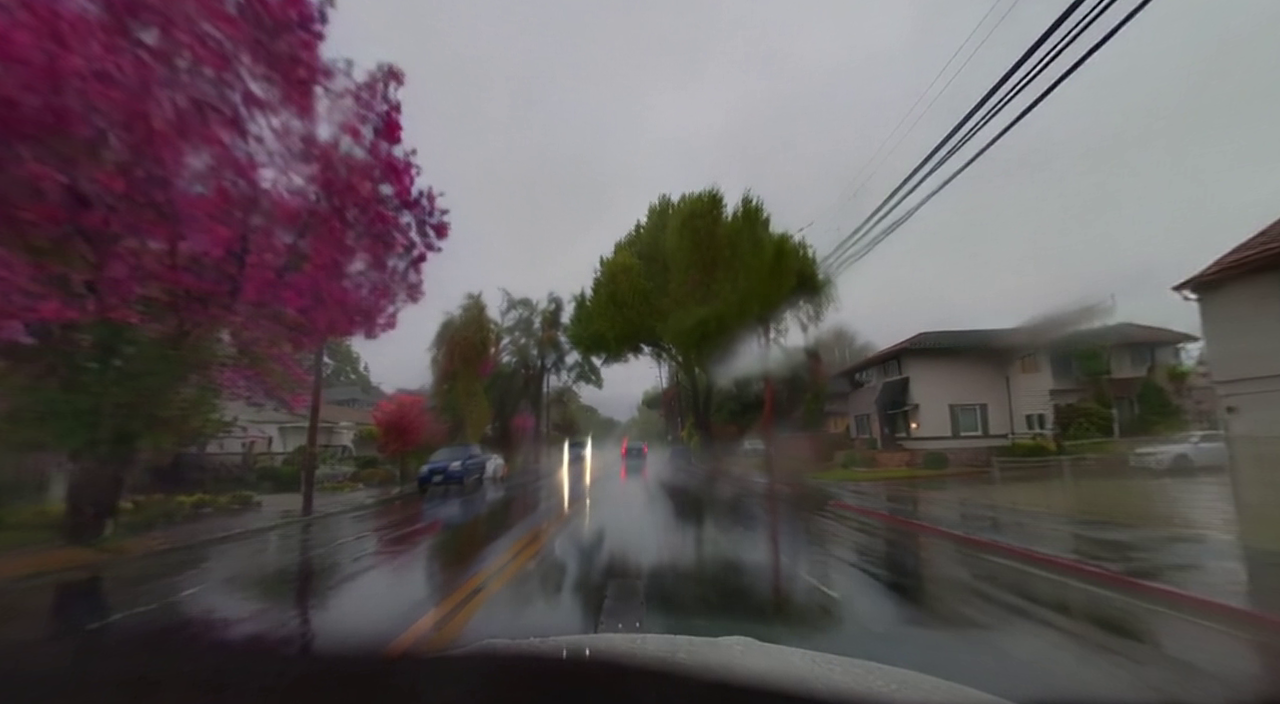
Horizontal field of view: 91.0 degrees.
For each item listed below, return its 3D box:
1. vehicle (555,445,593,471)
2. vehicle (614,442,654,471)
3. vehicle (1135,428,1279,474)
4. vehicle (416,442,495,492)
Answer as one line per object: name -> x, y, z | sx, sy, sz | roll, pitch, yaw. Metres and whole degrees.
vehicle -> -4.122, 6.700, 40.085 | 2.022, 1.534, 4.320 | 0, -8, -1
vehicle -> -0.369, 5.769, 34.977 | 2.104, 1.500, 3.815 | 0, -8, -1
vehicle -> 21.009, 3.562, 22.767 | 4.466, 1.584, 2.072 | 0, -8, -2
vehicle -> -7.710, 4.879, 26.722 | 2.022, 1.795, 4.337 | -3, -10, 0
